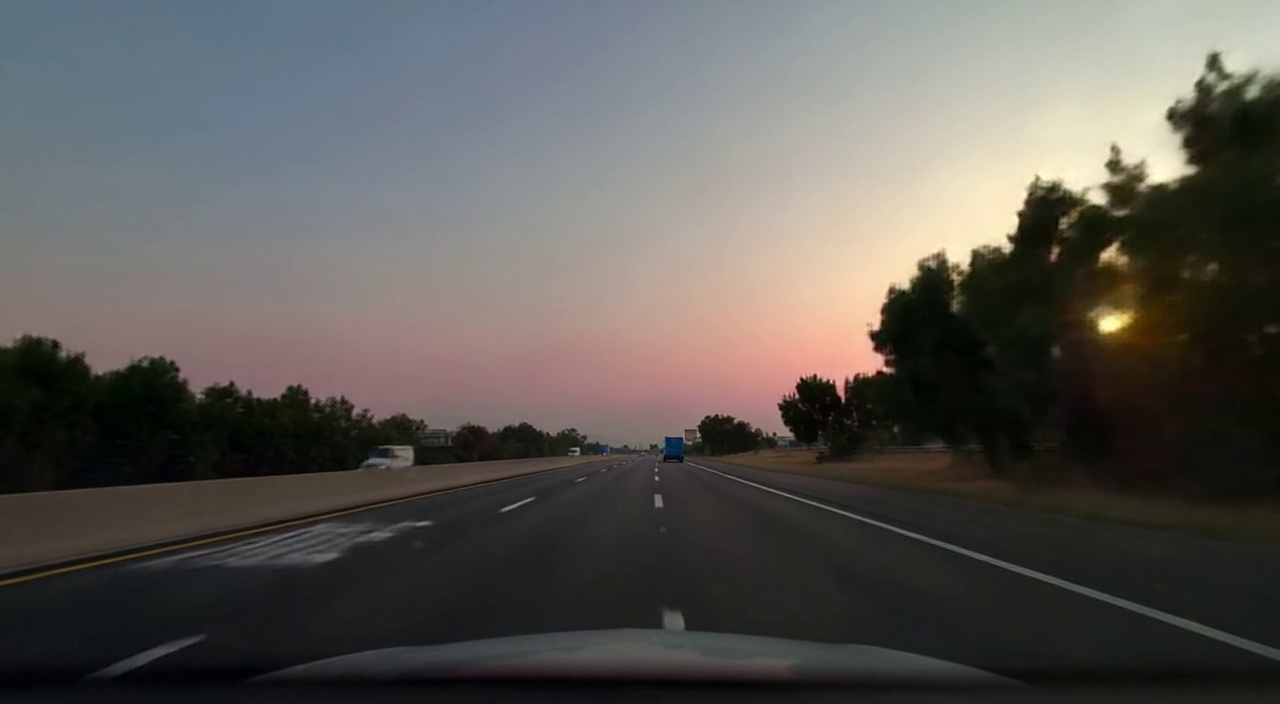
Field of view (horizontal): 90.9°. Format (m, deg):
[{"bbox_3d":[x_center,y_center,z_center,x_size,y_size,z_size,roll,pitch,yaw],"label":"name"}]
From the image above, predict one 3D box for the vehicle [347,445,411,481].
[{"bbox_3d":[-20.329,8.657,49.400,2.287,2.643,5.970,-1,-9,1],"label":"vehicle"}]
